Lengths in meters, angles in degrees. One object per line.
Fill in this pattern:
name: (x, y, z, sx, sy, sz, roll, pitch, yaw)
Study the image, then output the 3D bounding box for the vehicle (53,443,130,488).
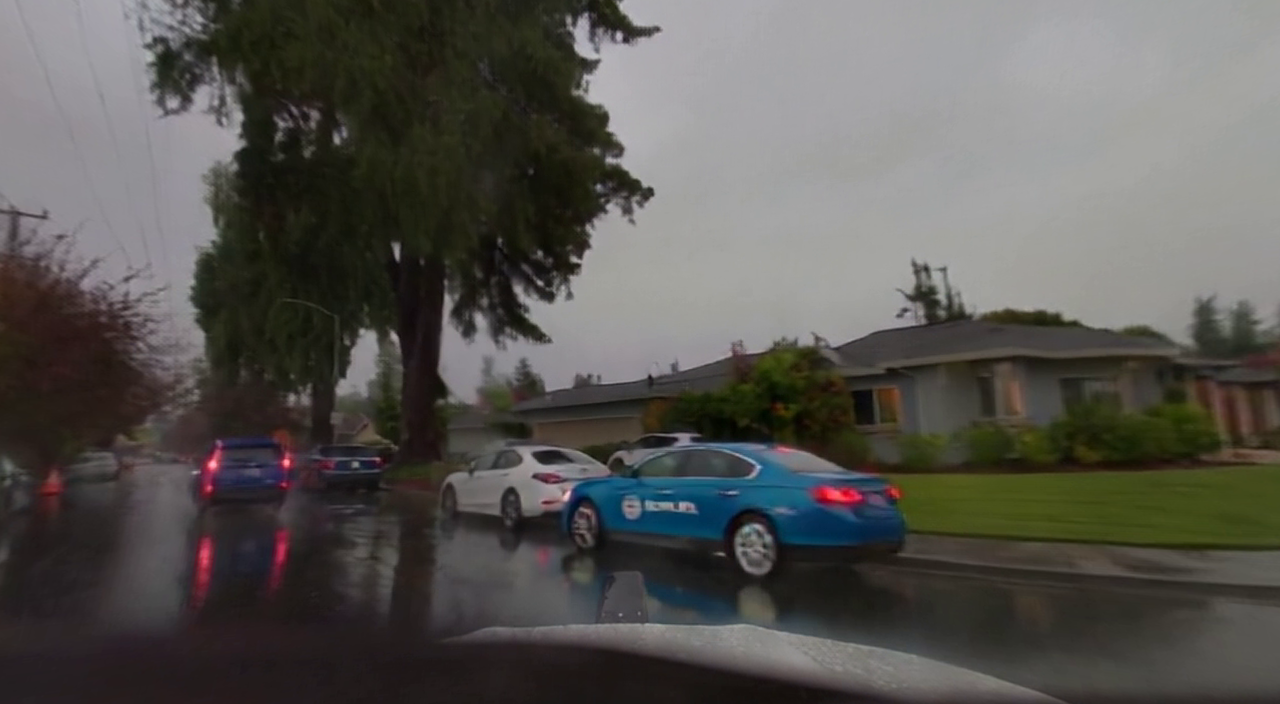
vehicle: (-25.650, 5.245, 29.714, 2.241, 1.822, 4.728, 4, -9, -36)

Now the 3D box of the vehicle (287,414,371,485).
vehicle: (-14.432, 4.480, 29.133, 2.268, 2.900, 5.980, 6, -11, -36)

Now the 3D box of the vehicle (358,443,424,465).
vehicle: (-19.431, 7.958, 49.357, 4.486, 1.629, 1.792, 5, -10, -33)

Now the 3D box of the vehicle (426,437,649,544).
vehicle: (-2.167, 2.379, 11.894, 1.996, 1.497, 5.022, 5, -9, -37)

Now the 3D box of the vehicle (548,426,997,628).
vehicle: (1.126, 1.718, 7.455, 2.400, 1.515, 4.710, 6, -11, -36)

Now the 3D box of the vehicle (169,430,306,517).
vehicle: (-9.734, 2.808, 15.153, 2.350, 1.748, 4.094, 6, -10, -36)
